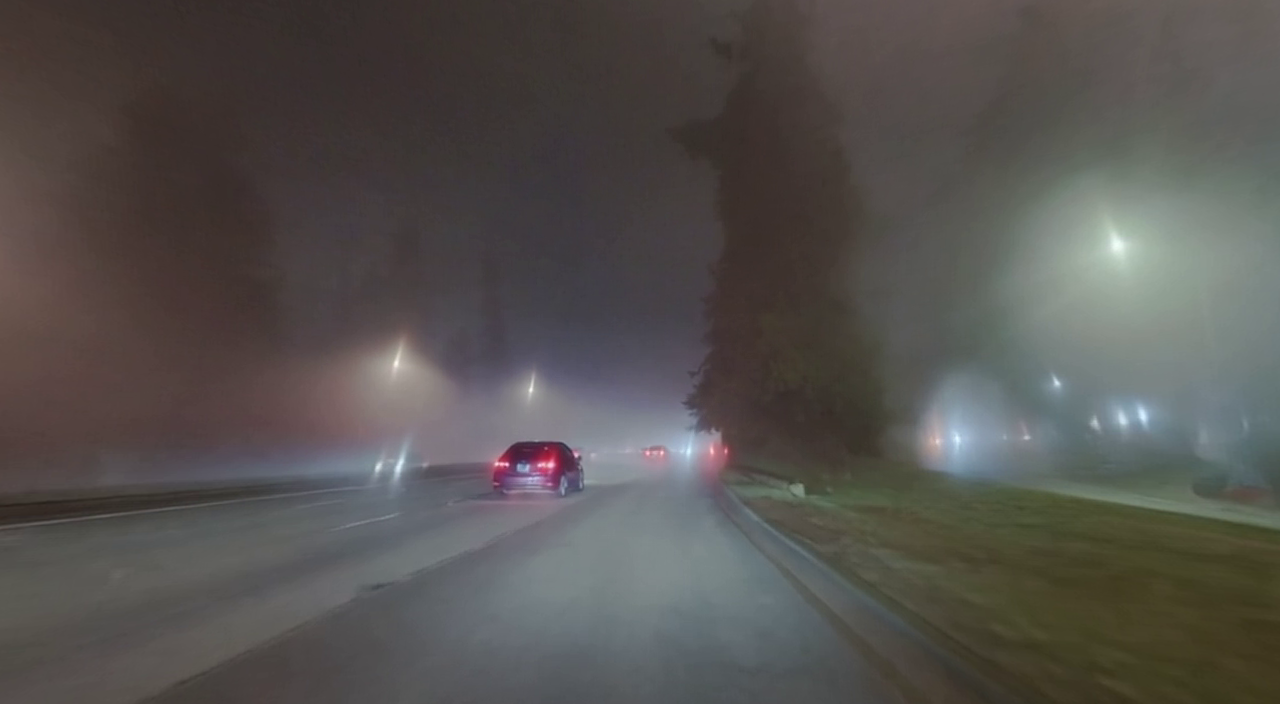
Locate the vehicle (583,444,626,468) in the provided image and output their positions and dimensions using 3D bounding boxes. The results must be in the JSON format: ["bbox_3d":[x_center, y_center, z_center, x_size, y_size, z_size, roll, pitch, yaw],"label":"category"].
[{"bbox_3d":[-2.296,6.931,42.290,1.860,1.442,4.332,-1,-9,10],"label":"vehicle"}]

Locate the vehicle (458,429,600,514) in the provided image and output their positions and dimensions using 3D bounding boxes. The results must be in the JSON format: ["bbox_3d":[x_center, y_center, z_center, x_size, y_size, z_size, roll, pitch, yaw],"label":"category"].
[{"bbox_3d":[-2.373,2.730,14.943,2.082,1.638,4.644,0,-9,6],"label":"vehicle"}]

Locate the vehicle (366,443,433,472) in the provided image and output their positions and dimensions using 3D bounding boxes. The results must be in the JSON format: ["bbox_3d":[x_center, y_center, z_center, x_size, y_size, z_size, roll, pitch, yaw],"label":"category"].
[{"bbox_3d":[-15.086,6.642,39.948,1.918,1.628,4.502,-1,-9,9],"label":"vehicle"}]
